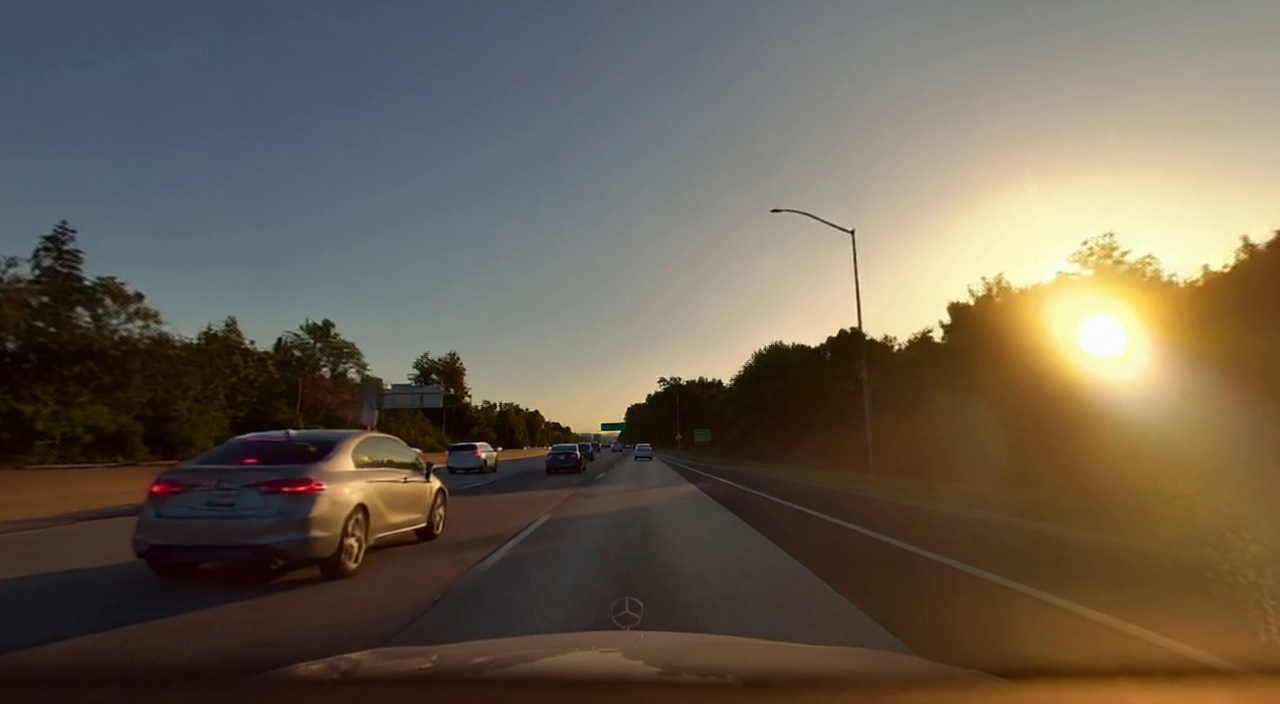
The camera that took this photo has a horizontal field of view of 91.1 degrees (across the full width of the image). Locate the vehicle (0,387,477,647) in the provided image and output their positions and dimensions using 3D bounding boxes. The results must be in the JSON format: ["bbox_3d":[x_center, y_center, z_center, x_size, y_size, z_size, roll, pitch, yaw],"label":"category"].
[{"bbox_3d":[-3.488,1.444,6.696,2.040,1.672,5.122,0,-8,1],"label":"vehicle"}]

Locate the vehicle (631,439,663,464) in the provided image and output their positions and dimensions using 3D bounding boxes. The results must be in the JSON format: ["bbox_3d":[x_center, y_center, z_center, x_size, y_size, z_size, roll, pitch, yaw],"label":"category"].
[{"bbox_3d":[0.478,7.472,47.368,2.285,1.797,4.478,0,-8,0],"label":"vehicle"}]

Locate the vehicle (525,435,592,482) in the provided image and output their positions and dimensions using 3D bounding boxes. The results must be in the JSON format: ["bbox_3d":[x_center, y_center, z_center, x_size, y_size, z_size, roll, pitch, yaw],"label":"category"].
[{"bbox_3d":[-3.146,4.201,25.069,2.056,1.679,4.204,0,-8,1],"label":"vehicle"}]
